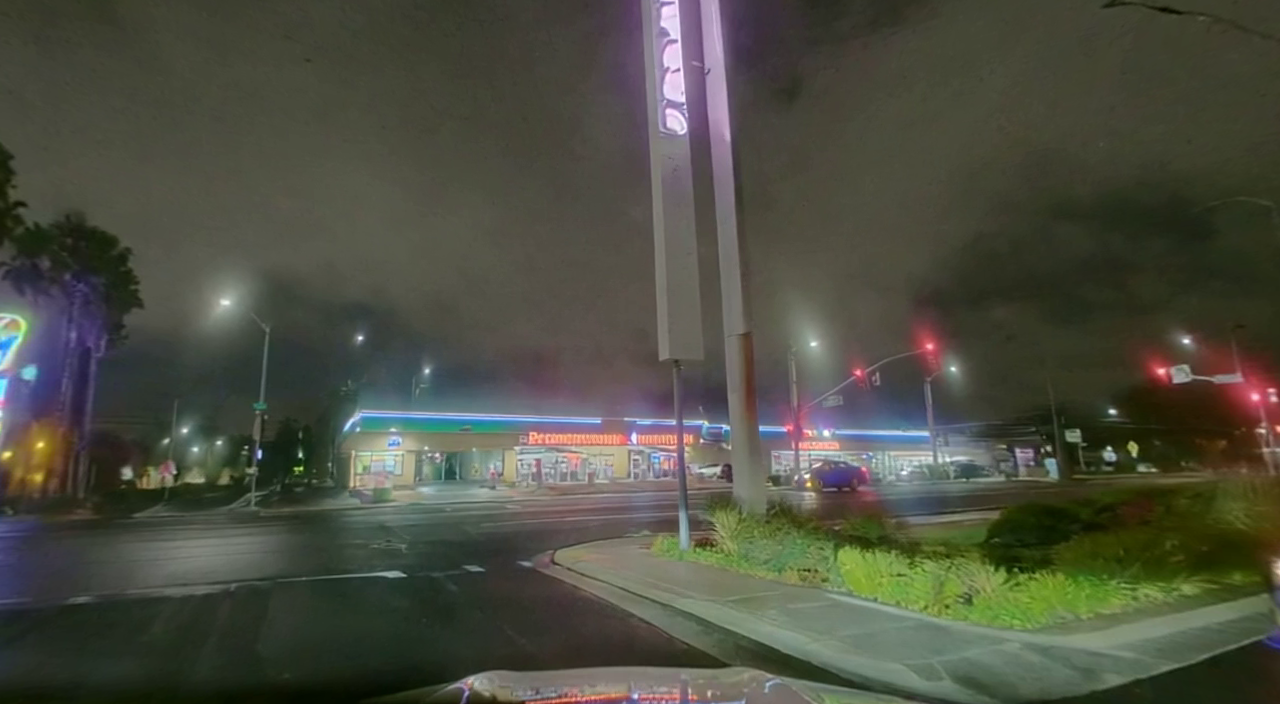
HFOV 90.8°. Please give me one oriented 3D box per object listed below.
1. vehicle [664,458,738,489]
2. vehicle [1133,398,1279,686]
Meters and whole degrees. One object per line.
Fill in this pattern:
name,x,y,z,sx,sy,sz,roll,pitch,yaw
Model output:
vehicle,4.414,8.713,45.493,4.880,1.754,2.202,3,-6,-30
vehicle,5.182,0.813,2.252,2.109,1.490,4.831,4,-10,-28
